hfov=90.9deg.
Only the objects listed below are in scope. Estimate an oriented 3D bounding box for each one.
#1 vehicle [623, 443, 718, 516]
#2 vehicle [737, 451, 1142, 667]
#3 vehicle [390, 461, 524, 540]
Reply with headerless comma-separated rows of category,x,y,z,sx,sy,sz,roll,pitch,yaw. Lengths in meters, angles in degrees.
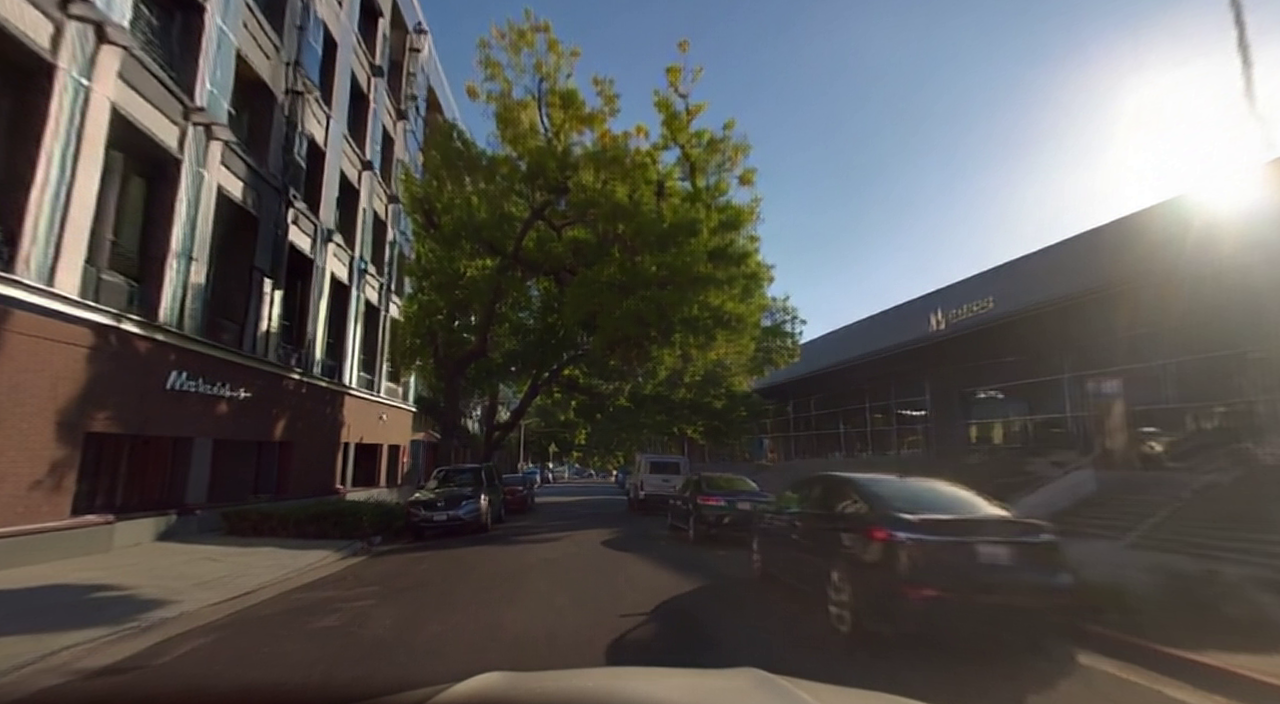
vehicle,0.796,4.002,19.931,2.242,1.972,4.898,2,-11,-6
vehicle,2.496,1.864,6.631,1.889,1.482,4.118,2,-11,-6
vehicle,-3.868,3.229,14.181,2.018,1.461,4.413,1,-11,-5
